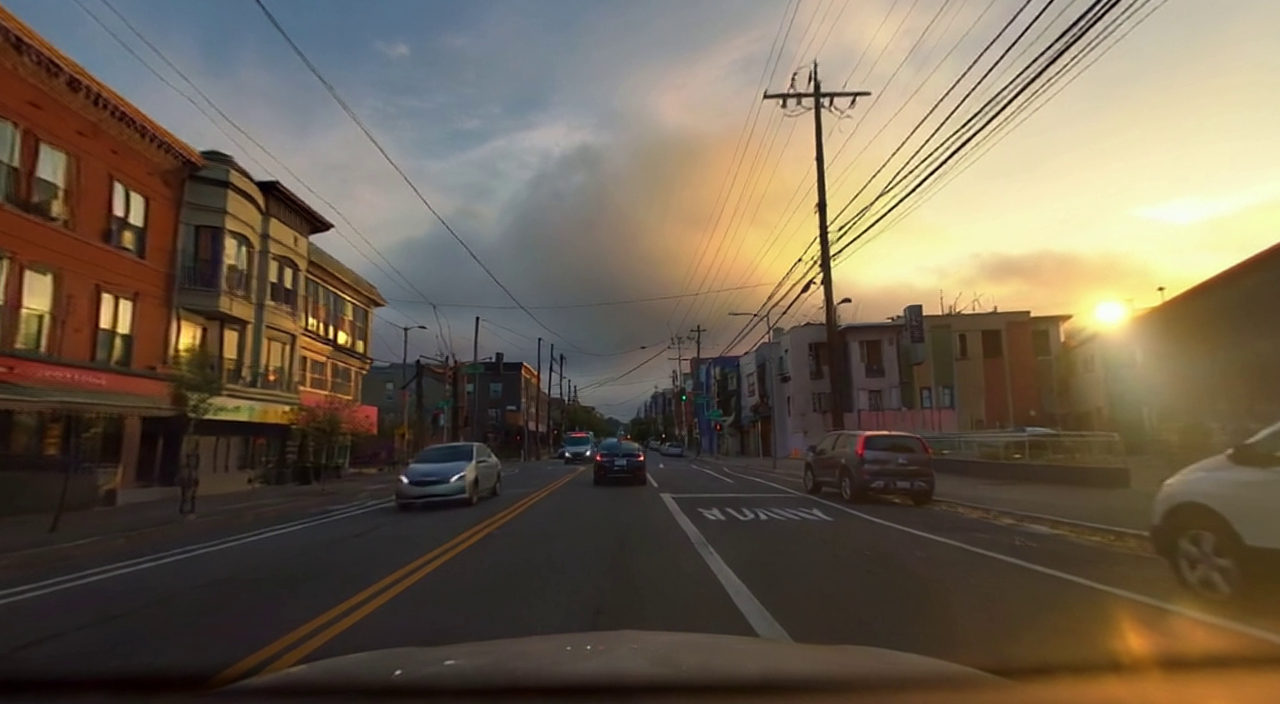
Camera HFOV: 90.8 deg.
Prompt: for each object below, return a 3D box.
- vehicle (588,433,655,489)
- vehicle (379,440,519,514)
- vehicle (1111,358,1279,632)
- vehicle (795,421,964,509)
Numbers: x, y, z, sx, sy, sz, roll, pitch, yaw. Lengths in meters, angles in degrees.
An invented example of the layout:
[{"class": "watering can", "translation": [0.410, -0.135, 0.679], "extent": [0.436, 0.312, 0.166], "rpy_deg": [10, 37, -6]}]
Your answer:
[{"class": "vehicle", "translation": [-0.584, 3.515, 20.748], "extent": [1.980, 1.635, 3.795], "rpy_deg": [-1, -8, -1]}, {"class": "vehicle", "translation": [-4.435, 2.947, 15.504], "extent": [2.181, 1.500, 4.319], "rpy_deg": [-1, -8, -1]}, {"class": "vehicle", "translation": [6.071, 0.940, 3.780], "extent": [2.208, 2.106, 5.496], "rpy_deg": [-1, -8, 0]}, {"class": "vehicle", "translation": [6.007, 2.914, 16.864], "extent": [2.197, 1.917, 5.637], "rpy_deg": [0, -8, -1]}]
